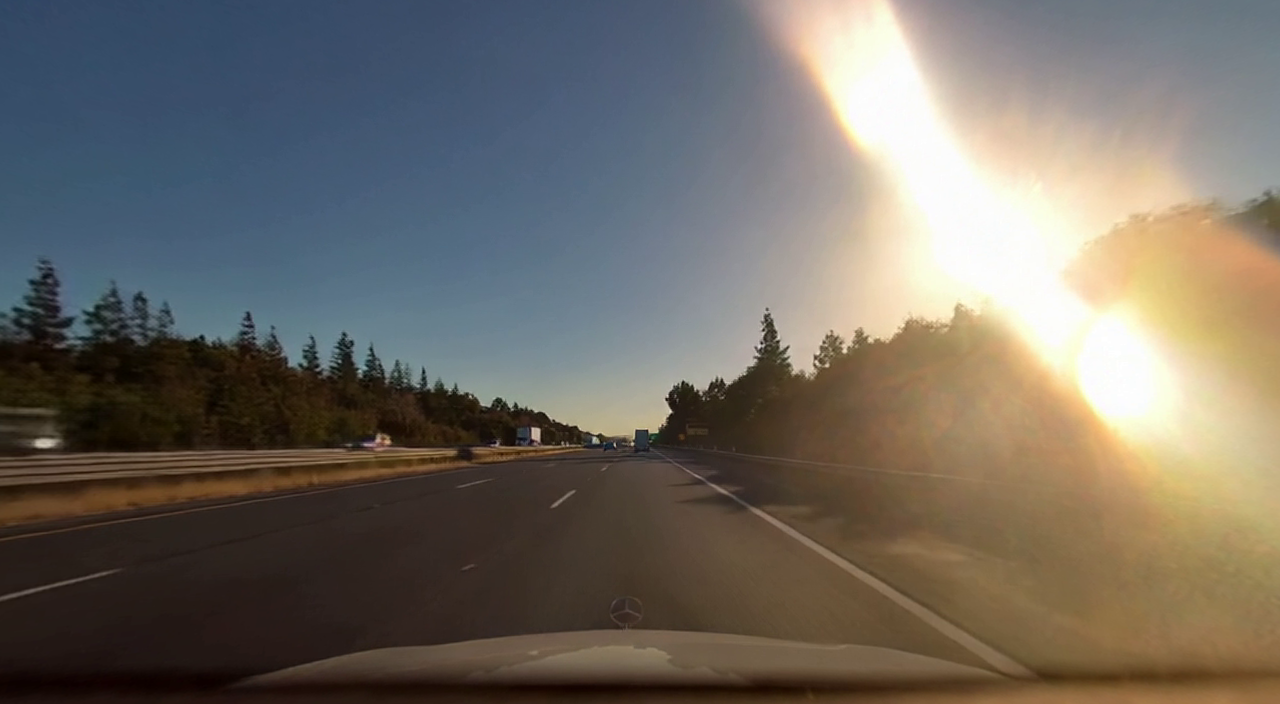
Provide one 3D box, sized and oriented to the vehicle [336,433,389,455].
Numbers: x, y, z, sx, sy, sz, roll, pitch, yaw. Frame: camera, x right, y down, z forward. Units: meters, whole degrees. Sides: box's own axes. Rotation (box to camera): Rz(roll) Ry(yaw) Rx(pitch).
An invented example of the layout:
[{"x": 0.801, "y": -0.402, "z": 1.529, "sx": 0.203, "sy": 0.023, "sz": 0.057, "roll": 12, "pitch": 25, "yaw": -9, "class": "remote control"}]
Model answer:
[{"x": -19.970, "y": 6.630, "z": 45.451, "sx": 1.843, "sy": 1.517, "sz": 4.270, "roll": 0, "pitch": -8, "yaw": 1, "class": "vehicle"}]
